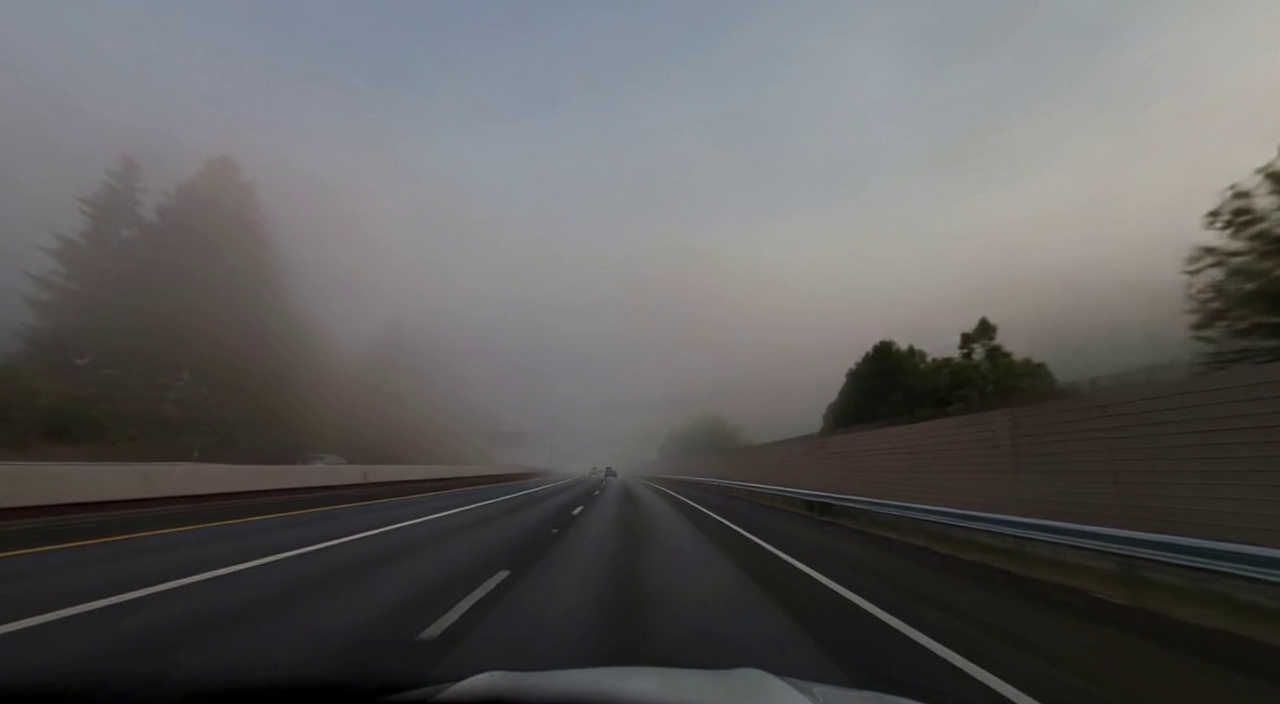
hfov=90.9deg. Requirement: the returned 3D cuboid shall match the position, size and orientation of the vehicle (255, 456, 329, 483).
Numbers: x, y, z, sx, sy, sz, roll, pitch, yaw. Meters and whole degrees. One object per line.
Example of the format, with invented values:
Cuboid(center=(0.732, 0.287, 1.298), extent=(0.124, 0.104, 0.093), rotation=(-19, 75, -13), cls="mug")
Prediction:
Cuboid(center=(-20.793, 7.077, 37.872), extent=(1.924, 1.483, 4.480), rotation=(1, -10, -1), cls="vehicle")
